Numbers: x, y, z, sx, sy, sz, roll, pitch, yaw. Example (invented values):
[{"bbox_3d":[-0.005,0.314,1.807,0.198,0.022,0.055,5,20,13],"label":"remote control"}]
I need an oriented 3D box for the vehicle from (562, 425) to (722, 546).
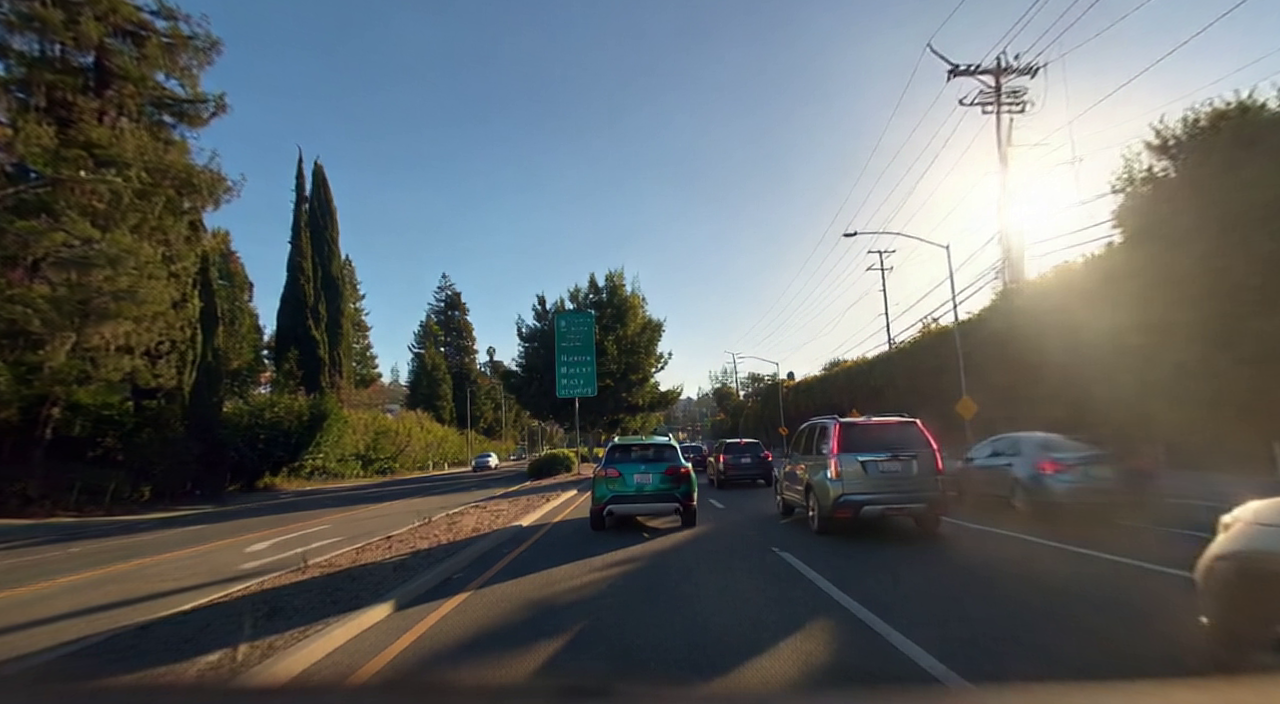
[{"bbox_3d":[0.006,2.159,10.888,2.199,1.641,4.232,0,-8,-1],"label":"vehicle"}]

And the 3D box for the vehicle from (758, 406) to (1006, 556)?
[{"bbox_3d":[3.394,1.918,10.099,2.097,1.818,4.625,0,-8,0],"label":"vehicle"}]

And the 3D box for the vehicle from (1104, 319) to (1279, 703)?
[{"bbox_3d":[3.524,0.542,1.219,2.001,1.707,4.250,0,-8,0],"label":"vehicle"}]

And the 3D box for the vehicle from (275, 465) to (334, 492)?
[{"bbox_3d":[-22.613,8.504,42.734,1.847,1.554,3.926,0,-8,0],"label":"vehicle"}]
